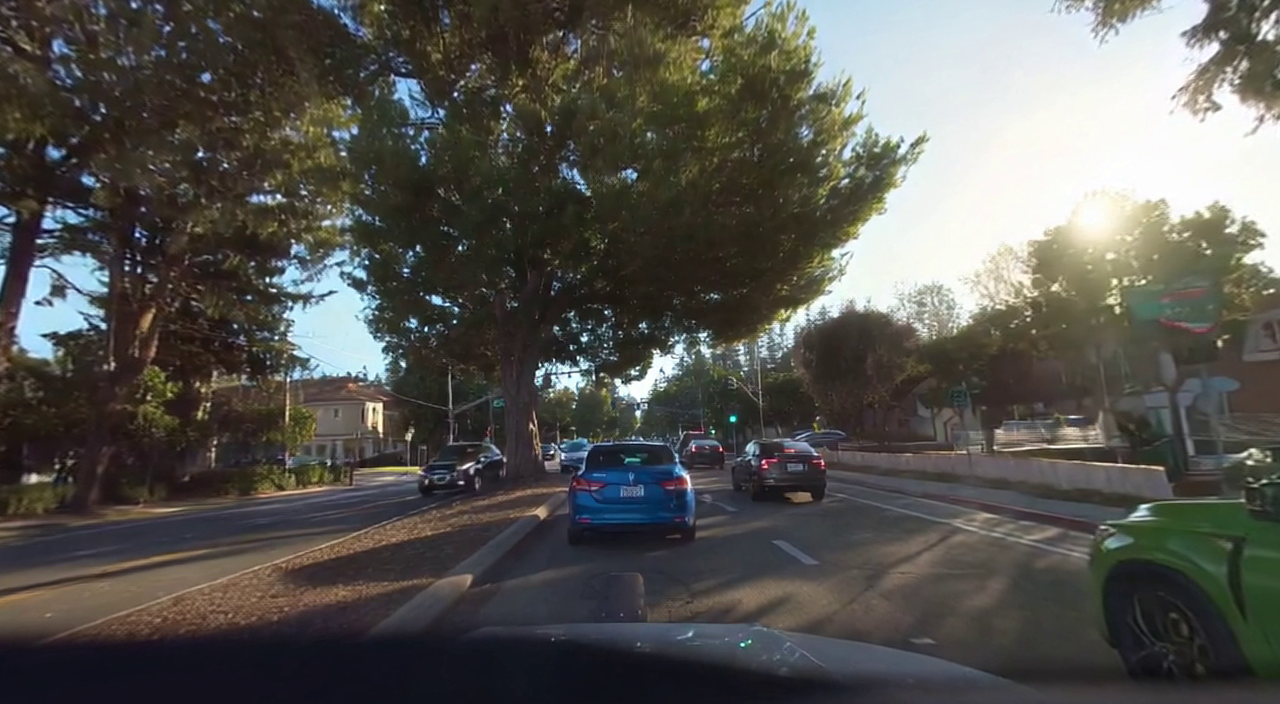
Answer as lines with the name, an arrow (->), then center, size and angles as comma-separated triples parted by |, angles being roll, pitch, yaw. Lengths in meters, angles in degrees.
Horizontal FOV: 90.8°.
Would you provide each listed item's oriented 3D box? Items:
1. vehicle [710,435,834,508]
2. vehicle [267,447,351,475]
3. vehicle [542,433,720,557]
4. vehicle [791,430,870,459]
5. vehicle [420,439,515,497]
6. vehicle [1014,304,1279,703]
vehicle -> 3.029, 2.841, 15.550 | 1.971, 1.517, 4.521 | 0, -8, -1
vehicle -> -19.826, 6.537, 38.005 | 3.957, 1.630, 1.881 | 0, -8, 0
vehicle -> -0.158, 2.069, 9.920 | 2.186, 1.500, 4.141 | 0, -8, -1
vehicle -> 12.029, 5.892, 40.183 | 4.318, 1.729, 2.063 | 0, -8, 0
vehicle -> -5.533, 3.753, 20.917 | 2.058, 1.695, 4.319 | 0, -8, -2
vehicle -> 3.336, 0.619, 1.636 | 2.006, 1.766, 4.345 | 0, -8, 0
